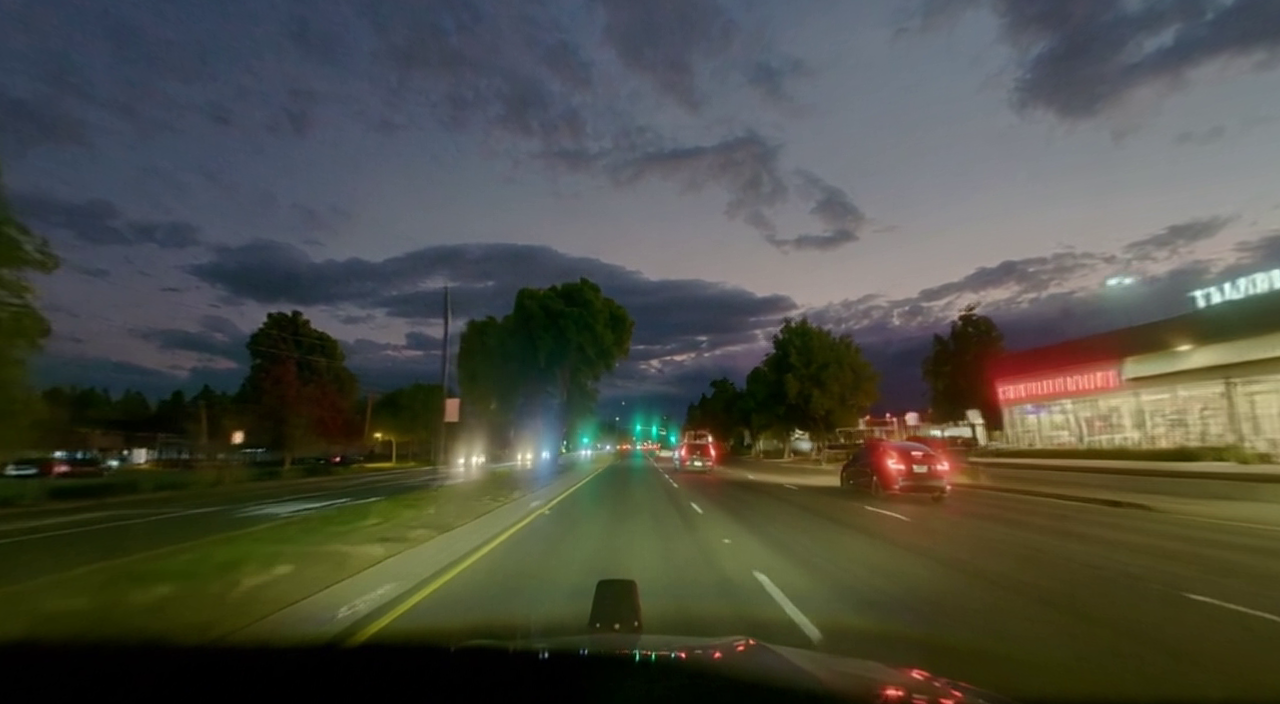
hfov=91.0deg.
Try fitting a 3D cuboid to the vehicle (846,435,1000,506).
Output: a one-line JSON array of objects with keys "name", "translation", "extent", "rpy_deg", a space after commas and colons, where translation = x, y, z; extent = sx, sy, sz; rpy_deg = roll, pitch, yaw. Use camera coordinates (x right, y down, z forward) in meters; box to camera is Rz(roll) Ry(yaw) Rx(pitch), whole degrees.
[{"name": "vehicle", "translation": [6.863, 2.897, 15.831], "extent": [1.886, 1.528, 4.169], "rpy_deg": [0, -9, -1]}]

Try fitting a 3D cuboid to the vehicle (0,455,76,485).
[{"name": "vehicle", "translation": [-40.968, 7.782, 41.694], "extent": [4.798, 1.848, 2.270], "rpy_deg": [1, -9, -3]}]

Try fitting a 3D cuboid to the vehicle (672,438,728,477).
[{"name": "vehicle", "translation": [2.698, 4.864, 29.236], "extent": [2.161, 1.676, 4.151], "rpy_deg": [0, -9, -1]}]

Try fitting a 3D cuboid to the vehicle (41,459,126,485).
[{"name": "vehicle", "translation": [-40.088, 8.611, 45.399], "extent": [4.200, 1.688, 1.983], "rpy_deg": [1, -8, -1]}]
